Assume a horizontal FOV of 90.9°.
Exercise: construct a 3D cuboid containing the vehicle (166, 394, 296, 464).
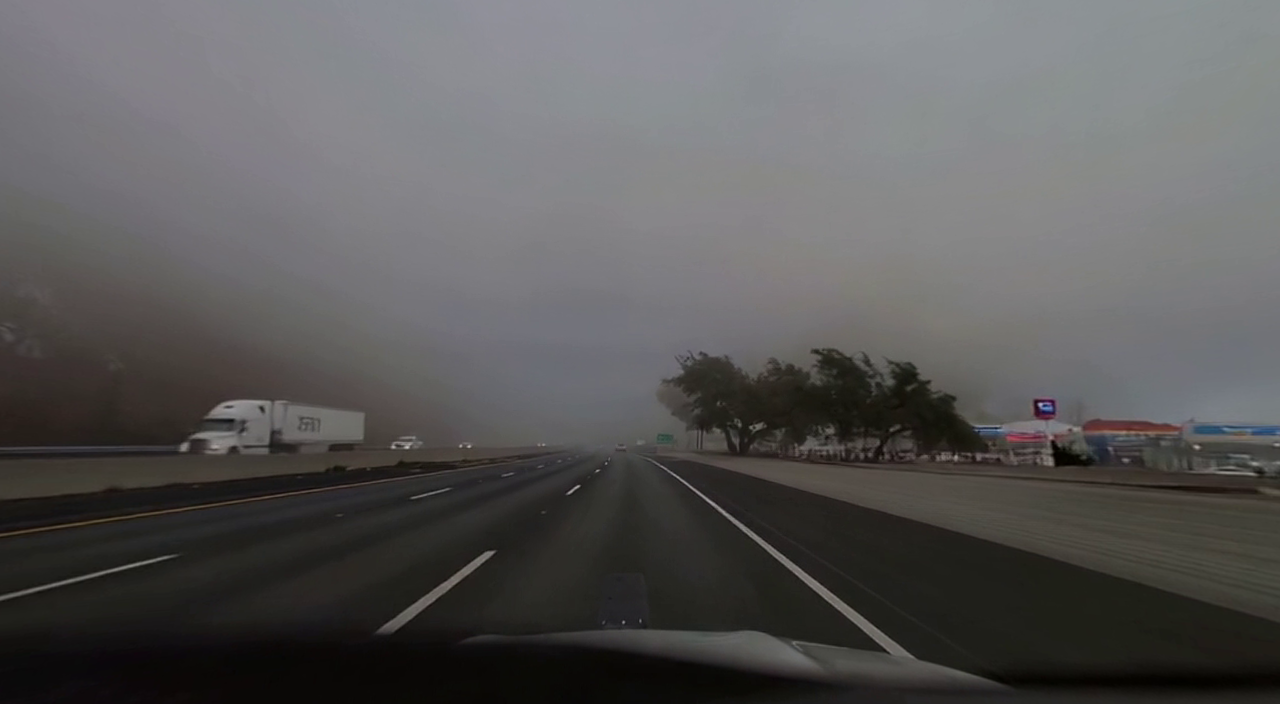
[{"bbox_3d":[-25.961,5.029,40.723,3.010,4.051,8.115,0,-8,-2],"label":"vehicle"}]
